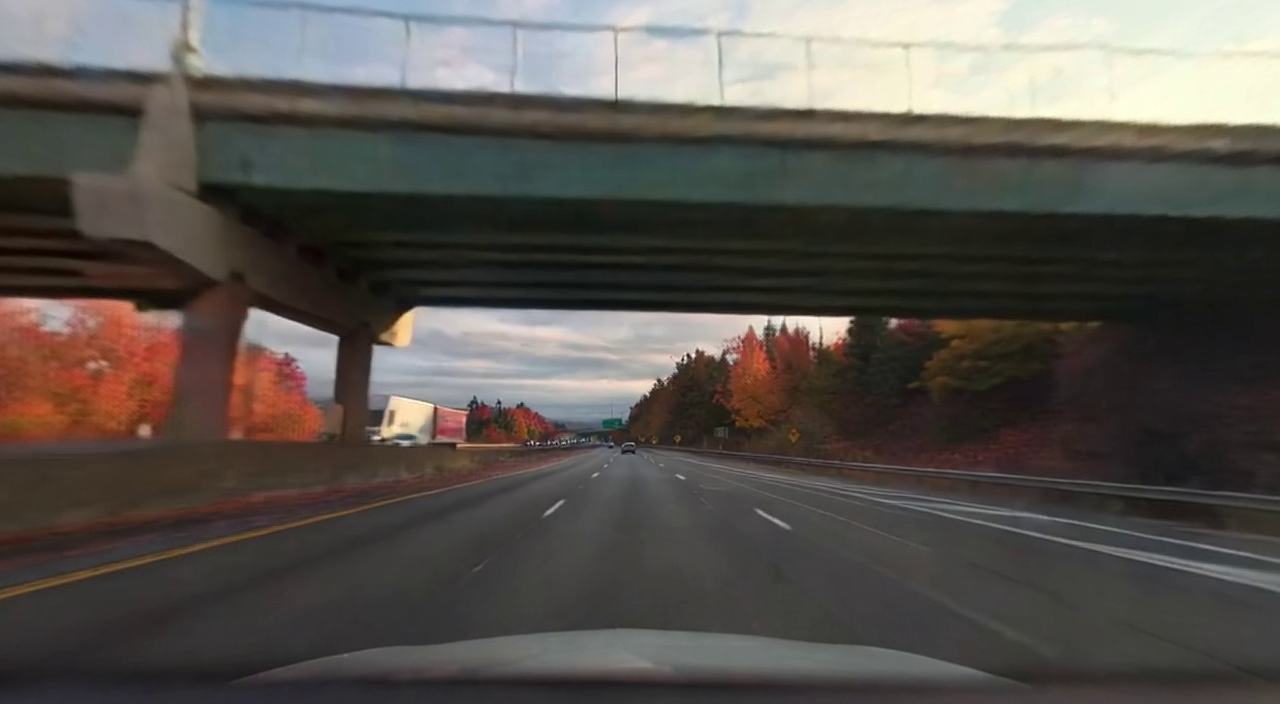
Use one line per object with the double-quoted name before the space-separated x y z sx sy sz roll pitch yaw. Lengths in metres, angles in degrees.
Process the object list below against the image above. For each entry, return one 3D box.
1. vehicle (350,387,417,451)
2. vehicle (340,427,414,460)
"vehicle" -17.506 4.683 43.041 2.975 3.969 3.953 -3 -10 -2
"vehicle" -13.075 4.624 31.445 1.932 1.533 4.143 0 -9 -1
